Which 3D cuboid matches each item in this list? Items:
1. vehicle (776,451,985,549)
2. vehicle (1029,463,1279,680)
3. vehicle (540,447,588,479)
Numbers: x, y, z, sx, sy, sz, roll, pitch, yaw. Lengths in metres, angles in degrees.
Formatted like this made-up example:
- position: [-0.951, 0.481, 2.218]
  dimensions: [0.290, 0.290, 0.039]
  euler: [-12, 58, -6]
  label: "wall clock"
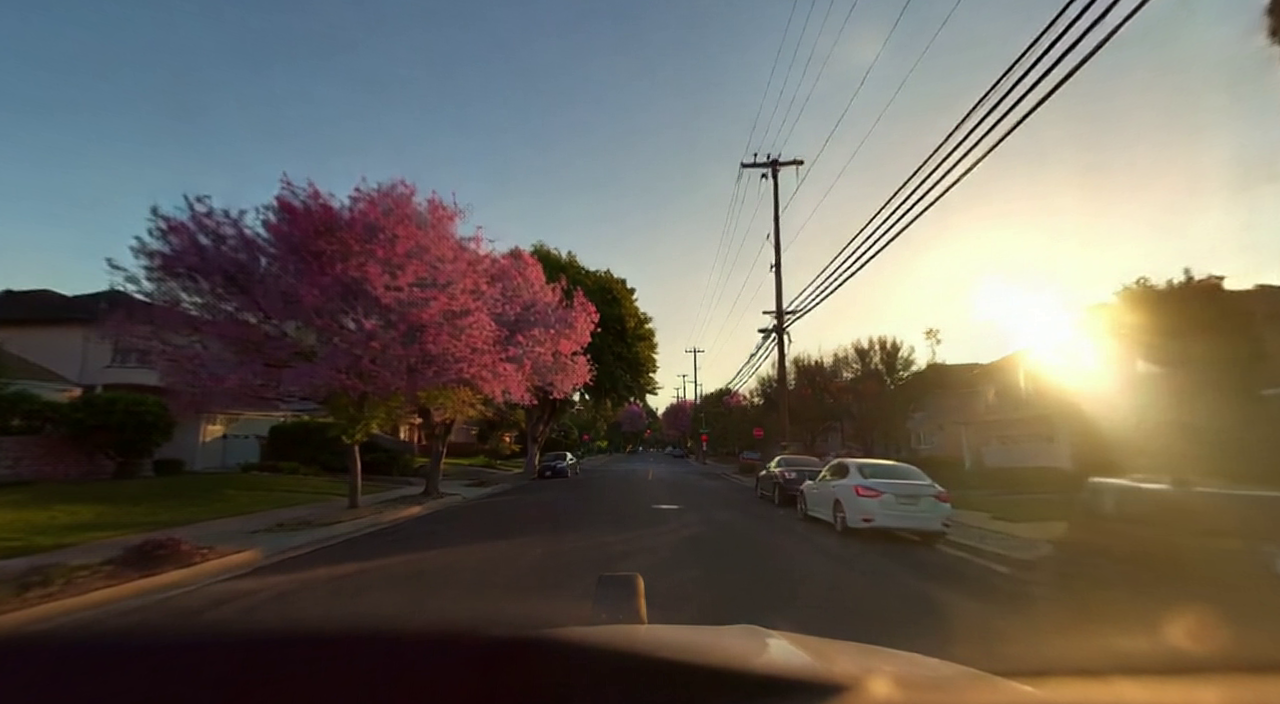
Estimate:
- position: [4.254, 2.682, 12.234]
  dimensions: [2.006, 1.489, 4.753]
  euler: [1, -9, -3]
  label: "vehicle"
- position: [6.180, 1.833, 6.102]
  dimensions: [4.526, 1.449, 2.075]
  euler: [5, -10, -29]
  label: "vehicle"
- position: [-4.085, 6.034, 34.702]
  dimensions: [1.938, 1.508, 4.481]
  euler: [0, -8, 2]
  label: "vehicle"
